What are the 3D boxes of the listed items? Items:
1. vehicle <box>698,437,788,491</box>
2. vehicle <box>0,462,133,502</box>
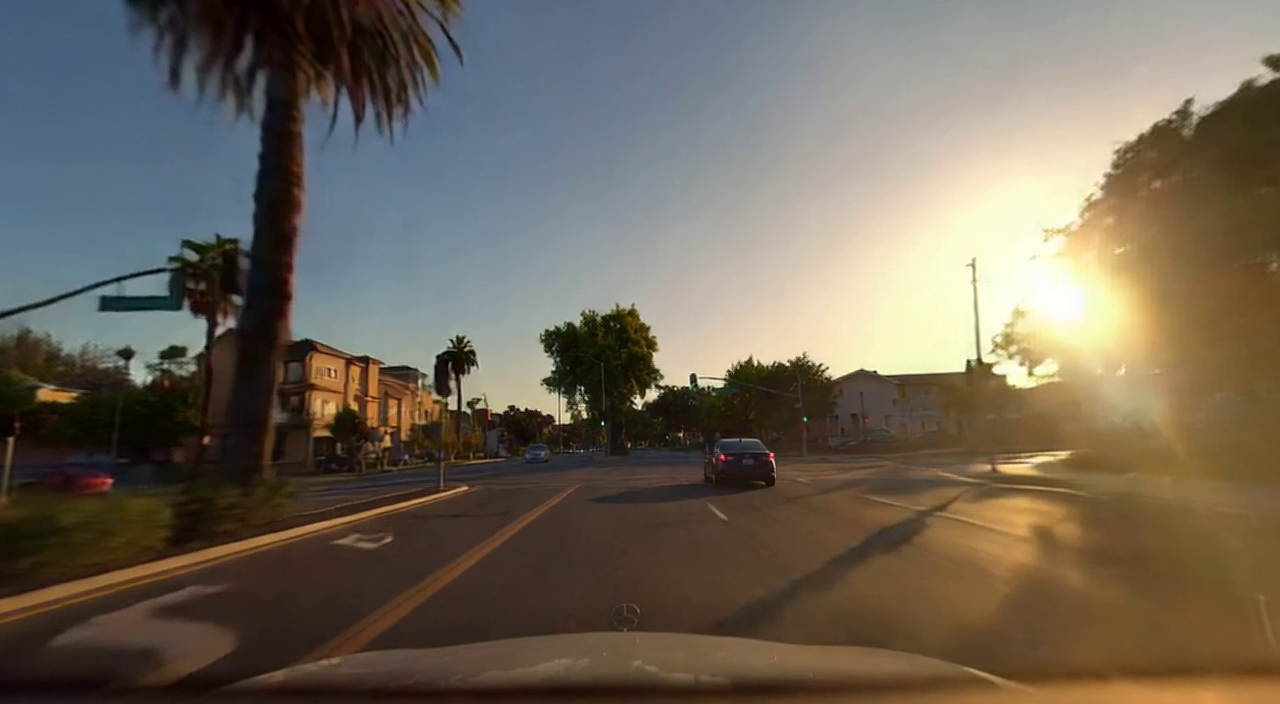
[{"bbox_3d":[3.061,3.432,19.737,1.964,1.448,4.295,0,-8,-2],"label":"vehicle"},{"bbox_3d":[-26.802,6.042,29.538,4.558,1.718,2.151,-2,-8,8],"label":"vehicle"}]
